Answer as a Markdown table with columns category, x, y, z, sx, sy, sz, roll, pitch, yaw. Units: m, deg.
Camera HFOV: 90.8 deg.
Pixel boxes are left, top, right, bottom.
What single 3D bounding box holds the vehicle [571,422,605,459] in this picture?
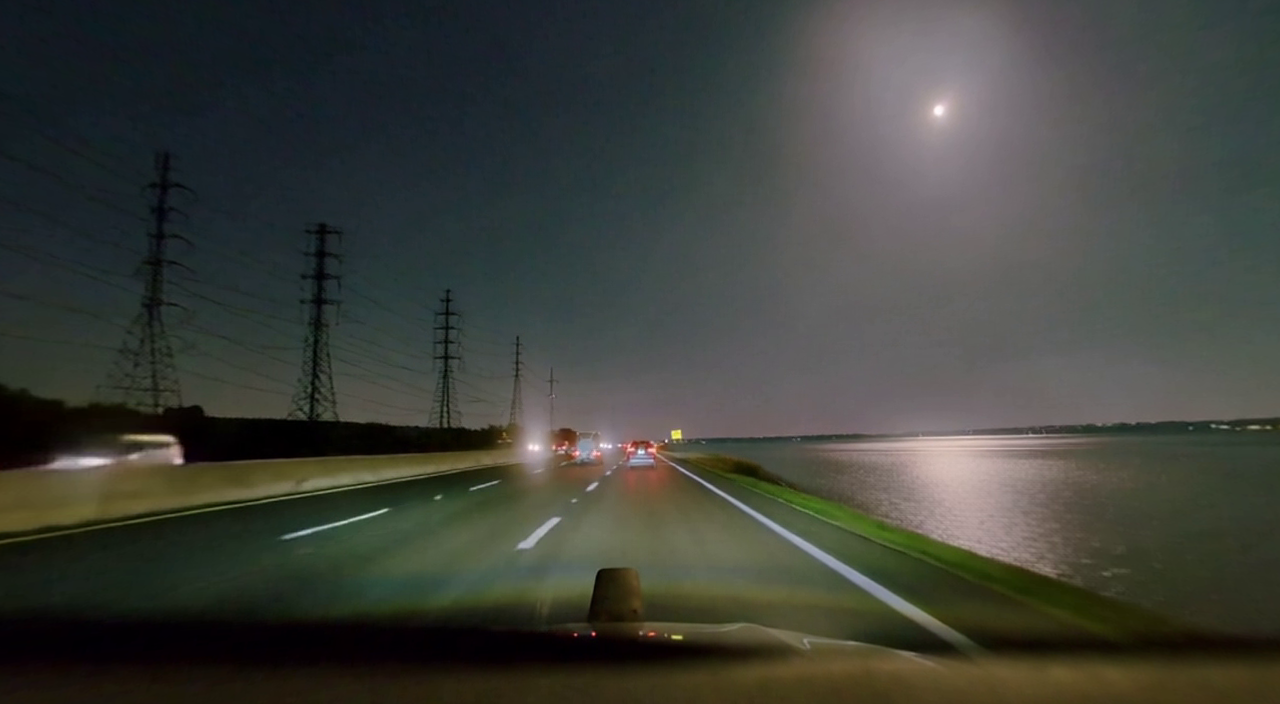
| category | x | y | z | sx | sy | sz | roll | pitch | yaw |
| --- | --- | --- | --- | --- | --- | --- | --- | --- | --- |
| vehicle | -3.667 | 6.290 | 44.607 | 2.178 | 2.522 | 2.054 | 0 | -8 | 1 |

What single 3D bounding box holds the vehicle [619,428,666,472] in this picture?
| category | x | y | z | sx | sy | sz | roll | pitch | yaw |
| --- | --- | --- | --- | --- | --- | --- | --- | --- | --- |
| vehicle | 0.133 | 5.163 | 33.535 | 2.358 | 2.144 | 4.713 | 0 | -8 | 0 |
